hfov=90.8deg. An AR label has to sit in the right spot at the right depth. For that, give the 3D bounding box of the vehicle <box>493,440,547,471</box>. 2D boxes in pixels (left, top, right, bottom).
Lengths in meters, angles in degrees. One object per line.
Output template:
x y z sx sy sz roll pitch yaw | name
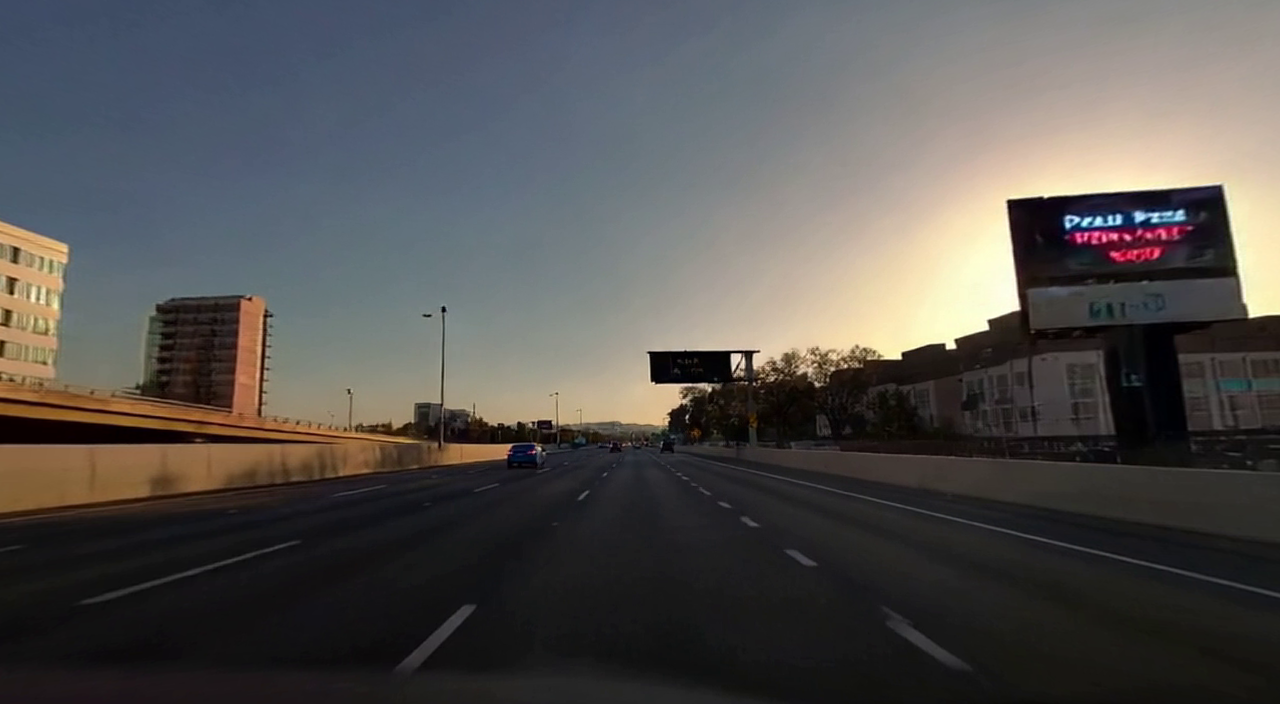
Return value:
-6.229 5.422 33.308 1.990 1.529 4.288 0 -8 0 | vehicle
